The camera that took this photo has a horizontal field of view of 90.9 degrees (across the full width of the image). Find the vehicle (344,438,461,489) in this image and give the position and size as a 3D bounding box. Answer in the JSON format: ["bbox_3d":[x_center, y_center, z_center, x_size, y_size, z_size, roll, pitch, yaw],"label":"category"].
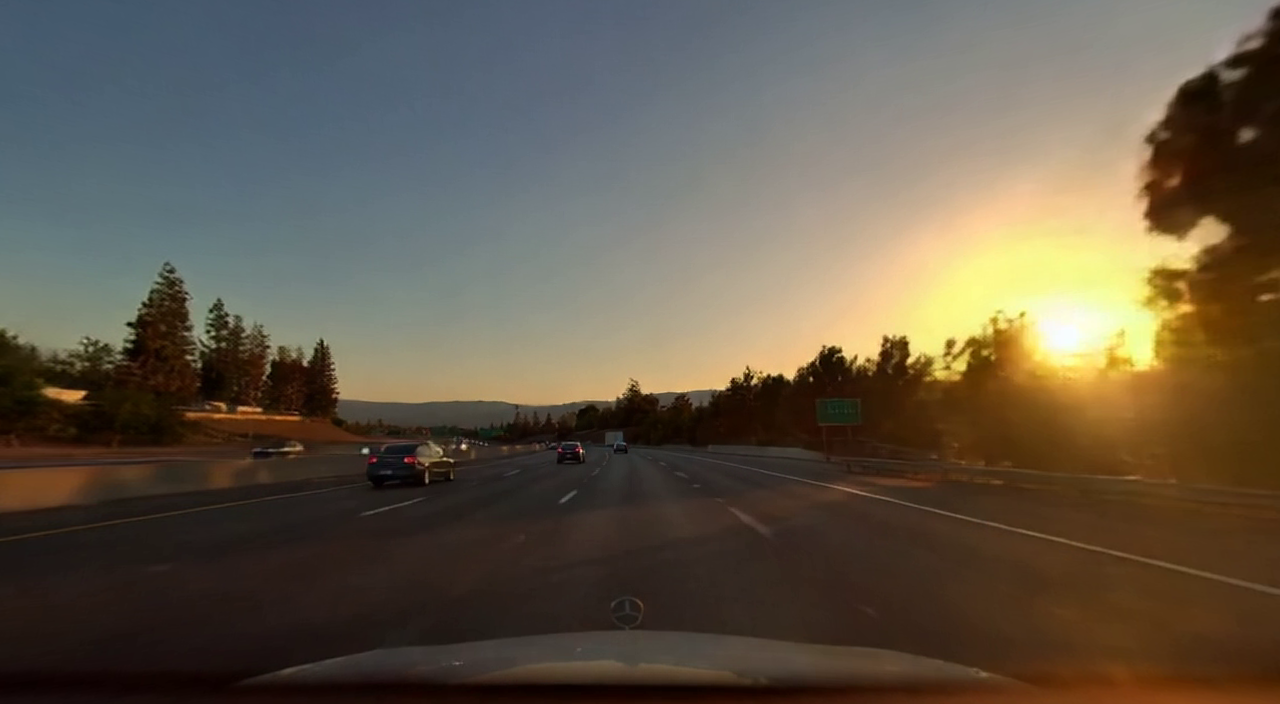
[{"bbox_3d":[-7.591,3.595,20.743,2.038,1.463,4.656,0,-8,0],"label":"vehicle"}]

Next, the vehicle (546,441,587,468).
[{"bbox_3d":[-4.213,5.908,36.638,1.936,1.465,4.060,0,-8,-1],"label":"vehicle"}]

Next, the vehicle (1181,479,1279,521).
[{"bbox_3d":[26.630,6.505,28.003,2.005,1.478,4.056,-1,-9,9],"label":"vehicle"}]
